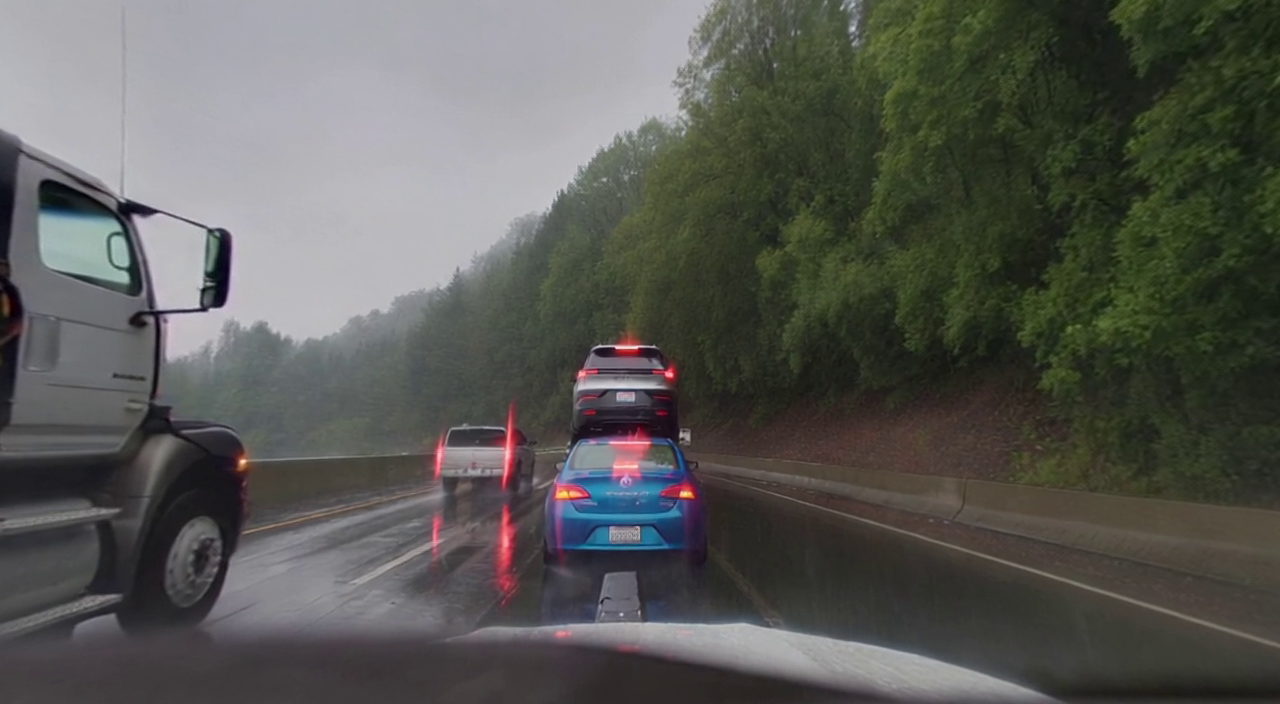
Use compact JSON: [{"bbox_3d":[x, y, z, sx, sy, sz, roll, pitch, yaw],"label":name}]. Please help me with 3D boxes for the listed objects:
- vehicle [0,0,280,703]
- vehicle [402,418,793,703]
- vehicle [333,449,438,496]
[{"bbox_3d":[-4.507,-0.158,2.114,2.963,3.836,6.016,0,-9,-1],"label":"vehicle"},{"bbox_3d":[-0.258,1.364,4.998,1.991,1.507,3.391,0,-9,-2],"label":"vehicle"},{"bbox_3d":[-8.777,4.157,22.209,1.834,1.469,4.362,0,-9,1],"label":"vehicle"}]
